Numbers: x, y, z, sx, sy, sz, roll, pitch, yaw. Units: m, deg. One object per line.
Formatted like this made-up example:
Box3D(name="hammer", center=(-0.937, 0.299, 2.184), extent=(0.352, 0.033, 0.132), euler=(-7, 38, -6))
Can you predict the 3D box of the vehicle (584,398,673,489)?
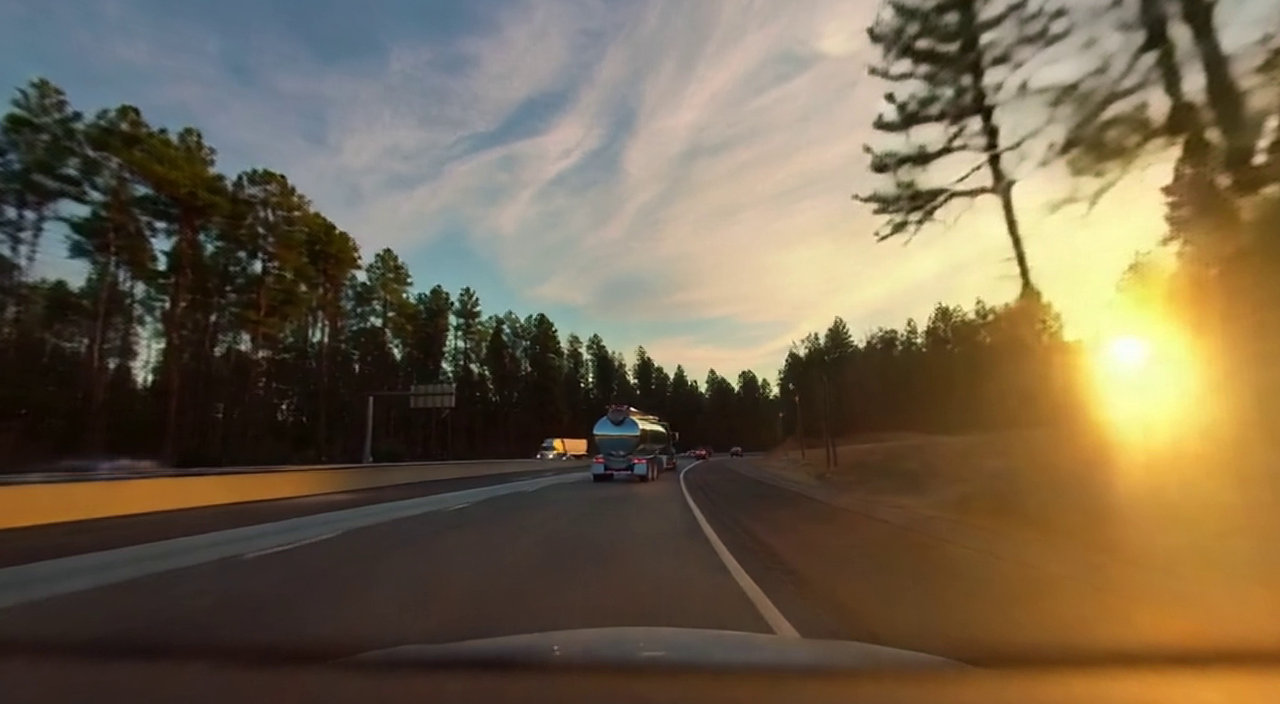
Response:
Box3D(name="vehicle", center=(-0.134, 4.747, 32.838), extent=(2.907, 3.747, 13.318), euler=(-1, -8, 6))
